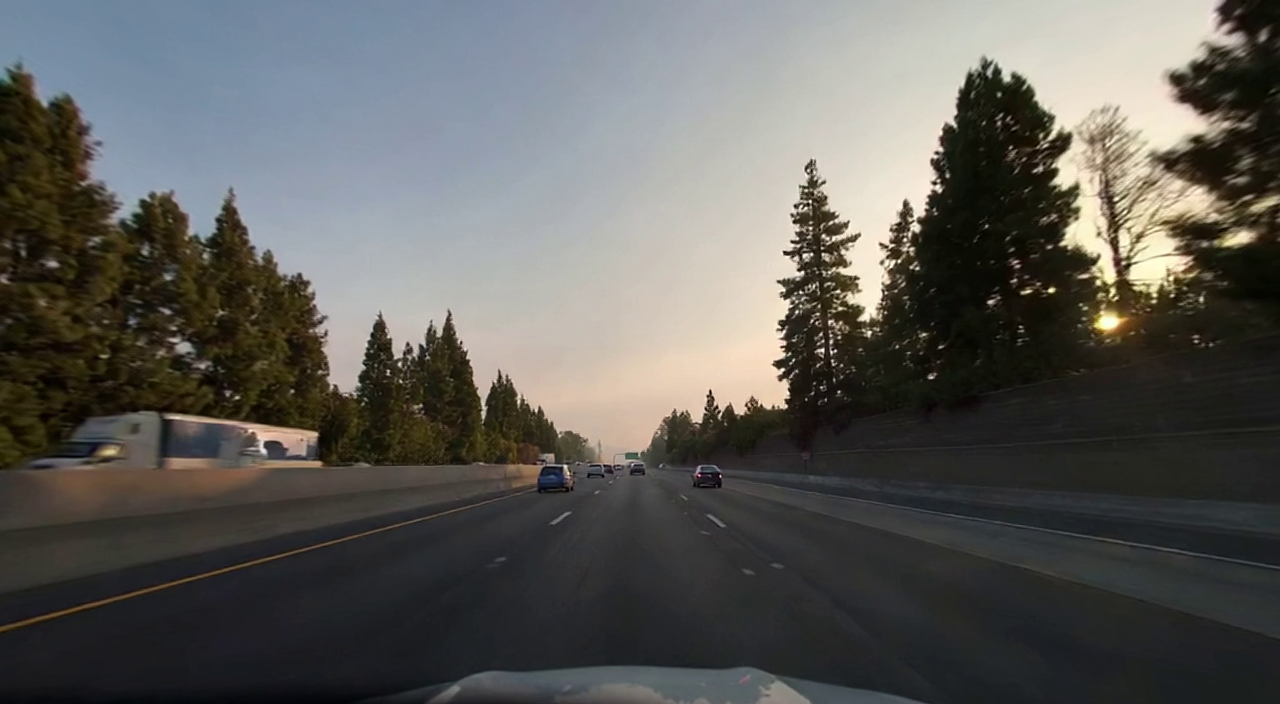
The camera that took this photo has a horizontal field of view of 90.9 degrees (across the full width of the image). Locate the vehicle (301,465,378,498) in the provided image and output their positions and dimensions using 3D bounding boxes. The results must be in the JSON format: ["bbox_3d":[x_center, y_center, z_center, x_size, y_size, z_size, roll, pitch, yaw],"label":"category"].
[{"bbox_3d":[-16.107,6.958,34.057,1.877,1.593,4.590,1,-11,0],"label":"vehicle"}]

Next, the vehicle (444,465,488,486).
[{"bbox_3d":[-12.713,9.040,46.307,1.913,1.457,4.579,1,-11,0],"label":"vehicle"}]

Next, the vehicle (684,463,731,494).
[{"bbox_3d":[3.559,6.753,33.891,1.981,1.516,4.109,1,-10,-1],"label":"vehicle"}]

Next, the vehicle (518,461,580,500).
[{"bbox_3d":[-3.741,5.378,26.603,2.000,1.484,3.995,1,-11,-1],"label":"vehicle"}]

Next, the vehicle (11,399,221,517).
[{"bbox_3d":[-20.082,4.197,24.787,2.938,4.013,5.762,1,-11,-1],"label":"vehicle"}]
